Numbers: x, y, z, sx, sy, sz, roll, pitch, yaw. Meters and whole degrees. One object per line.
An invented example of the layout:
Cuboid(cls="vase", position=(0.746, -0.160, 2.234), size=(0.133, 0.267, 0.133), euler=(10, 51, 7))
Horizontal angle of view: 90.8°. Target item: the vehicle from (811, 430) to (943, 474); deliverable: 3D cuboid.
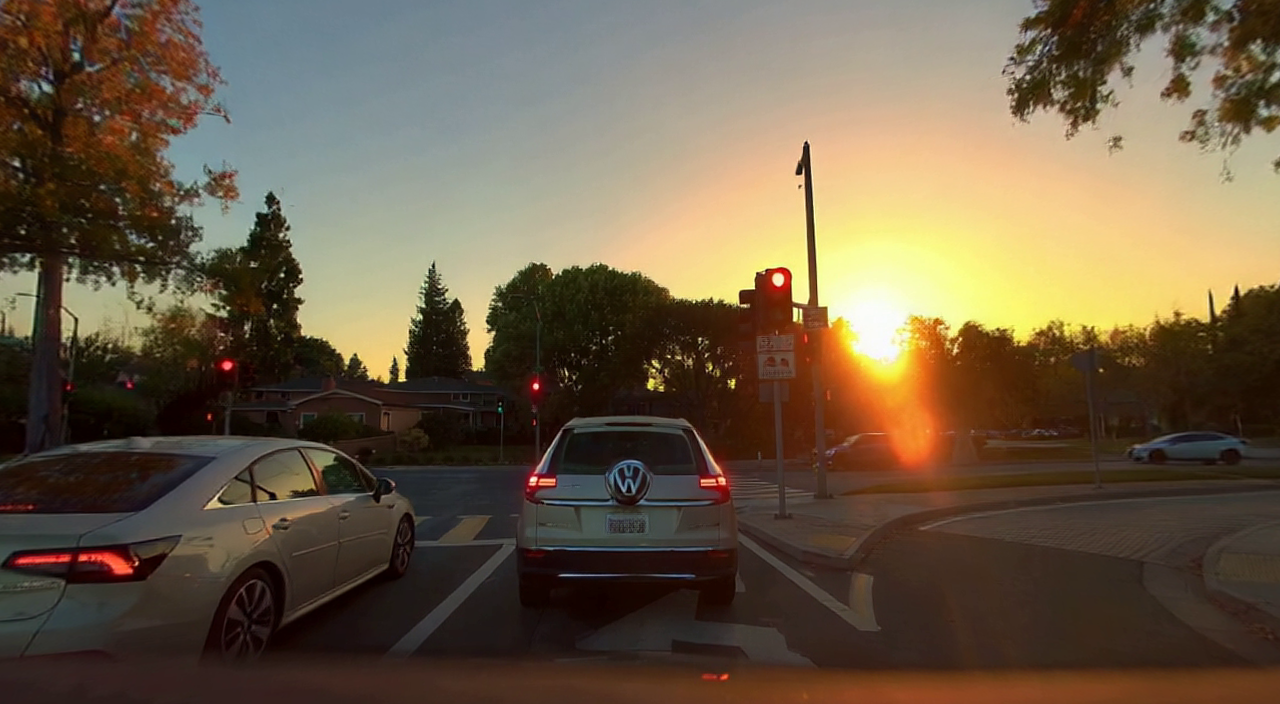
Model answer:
Cuboid(cls="vehicle", position=(10.023, 4.276, 27.075), size=(4.887, 1.769, 2.035), euler=(-1, -9, 6))

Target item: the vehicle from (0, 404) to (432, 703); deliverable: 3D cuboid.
Cuboid(cls="vehicle", position=(-3.281, 1.280, 4.729), size=(2.035, 1.492, 4.415), euler=(0, -9, -2))

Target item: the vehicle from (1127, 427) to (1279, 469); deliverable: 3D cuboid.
Cuboid(cls="vehicle", position=(23.028, 3.897, 25.676), size=(4.670, 1.616, 1.926), euler=(-1, -9, 6))

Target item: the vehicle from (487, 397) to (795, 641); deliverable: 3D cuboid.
Cuboid(cls="vehicle", position=(-0.128, 1.470, 6.565), size=(2.154, 1.670, 4.140), euler=(1, -9, -4))
